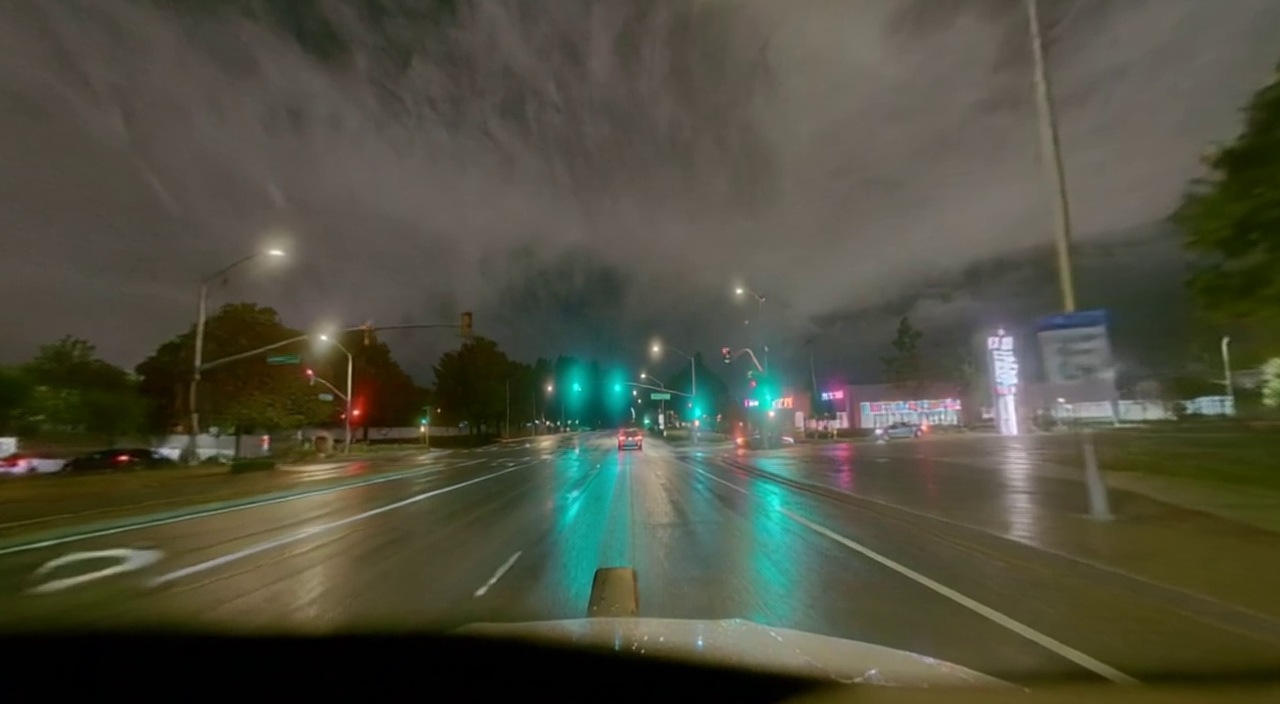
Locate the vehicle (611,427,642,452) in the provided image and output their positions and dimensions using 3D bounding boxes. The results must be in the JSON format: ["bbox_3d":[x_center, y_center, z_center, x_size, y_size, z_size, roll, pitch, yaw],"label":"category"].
[{"bbox_3d":[-0.926,6.088,43.979,2.024,1.628,4.774,0,-8,-1],"label":"vehicle"}]

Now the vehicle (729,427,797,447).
[{"bbox_3d":[9.370,6.519,48.367,4.794,1.511,1.992,1,-8,-3],"label":"vehicle"}]

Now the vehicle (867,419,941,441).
[{"bbox_3d":[20.200,6.021,48.496,4.710,1.588,2.053,0,-8,-2],"label":"vehicle"}]
